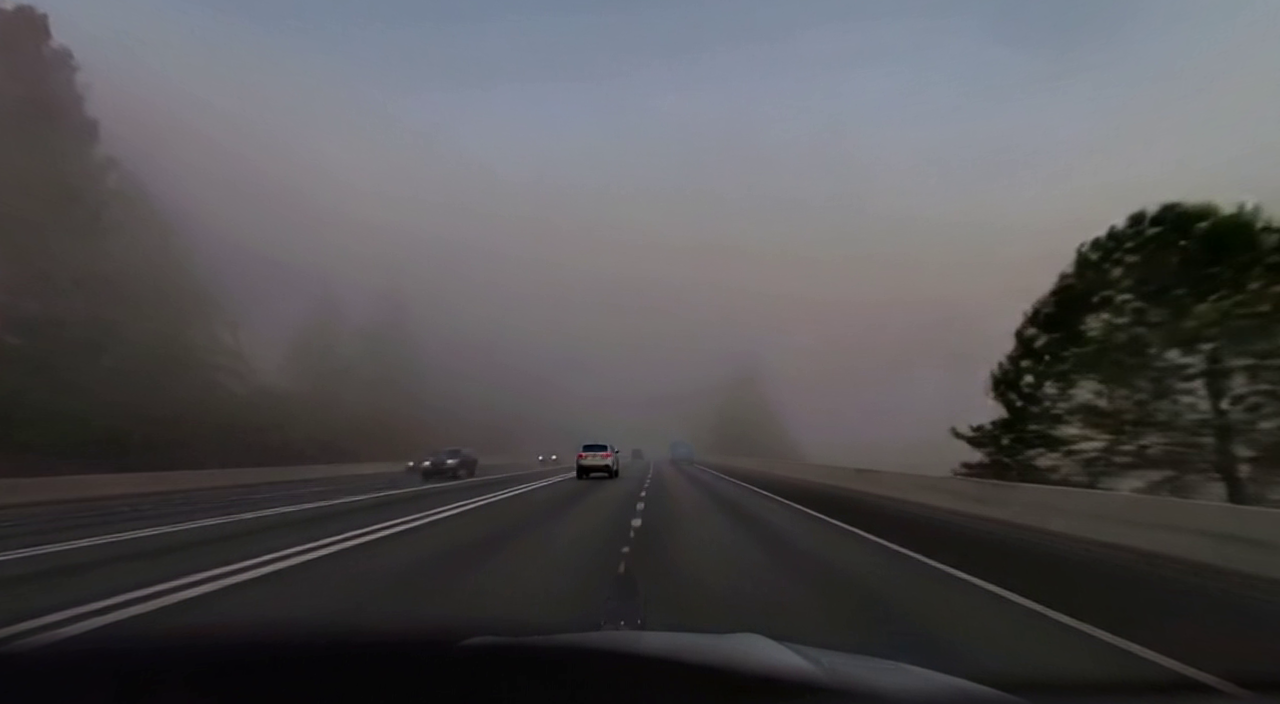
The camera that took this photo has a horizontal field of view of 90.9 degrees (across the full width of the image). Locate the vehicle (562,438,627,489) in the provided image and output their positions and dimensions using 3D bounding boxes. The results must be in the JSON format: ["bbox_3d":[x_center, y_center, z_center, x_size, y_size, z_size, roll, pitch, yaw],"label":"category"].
[{"bbox_3d":[-1.623,4.177,23.871,2.038,1.723,4.150,-1,-9,1],"label":"vehicle"}]

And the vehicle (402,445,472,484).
[{"bbox_3d":[-10.145,5.643,31.933,1.951,1.791,4.509,-1,-9,1],"label":"vehicle"}]
